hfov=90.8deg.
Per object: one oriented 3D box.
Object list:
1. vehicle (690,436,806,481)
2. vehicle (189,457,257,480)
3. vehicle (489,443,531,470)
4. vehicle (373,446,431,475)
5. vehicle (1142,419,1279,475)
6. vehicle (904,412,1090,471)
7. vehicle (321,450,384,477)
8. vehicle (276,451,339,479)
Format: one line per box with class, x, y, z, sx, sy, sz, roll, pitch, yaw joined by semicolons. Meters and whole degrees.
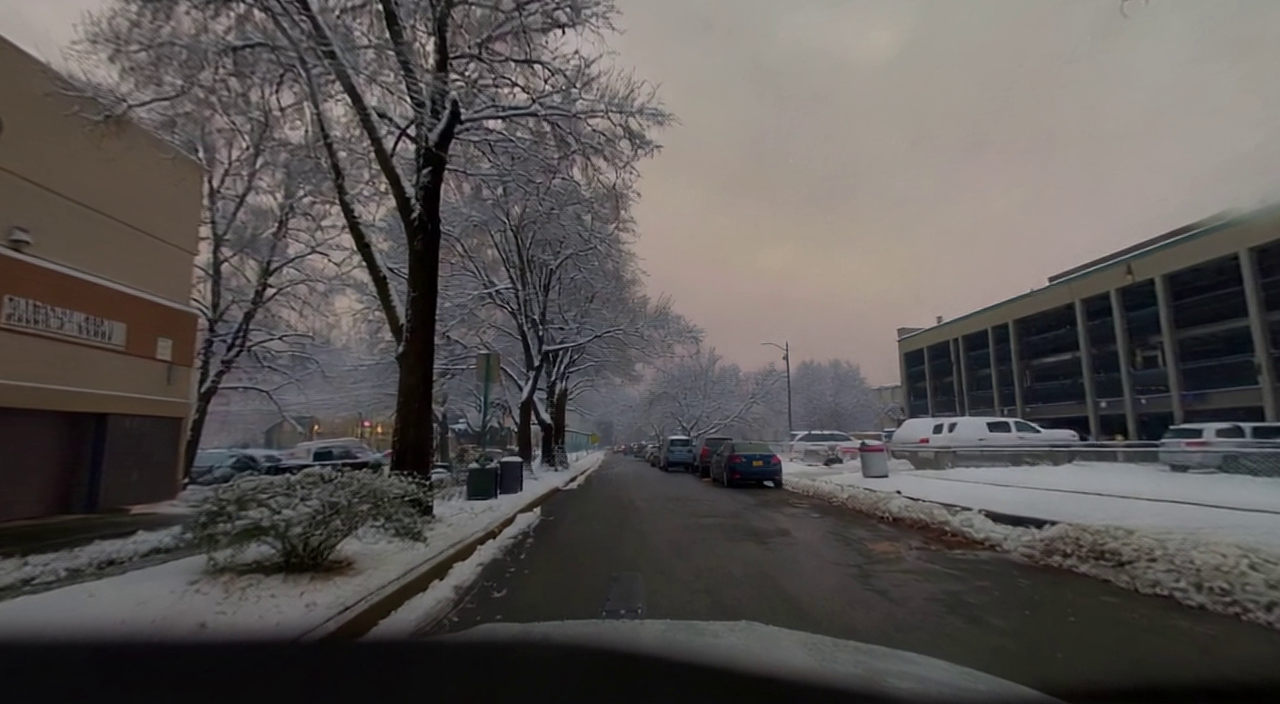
vehicle;4.519;4.368;26.218;4.626;1.723;1.939;5;-10;-33
vehicle;-29.446;8.227;44.760;1.849;1.444;4.533;0;-9;-2
vehicle;-8.622;6.935;42.206;1.993;1.640;4.457;0;-8;-2
vehicle;-15.096;6.875;40.378;1.888;1.657;4.138;-1;-8;3
vehicle;25.083;4.031;26.884;5.596;2.168;2.307;2;-7;-5
vehicle;13.159;3.323;23.540;5.540;2.045;2.259;0;-8;-3
vehicle;-17.939;6.944;39.638;1.850;1.531;4.256;0;-8;2
vehicle;-20.951;7.117;39.988;1.880;1.617;3.870;0;-8;0
